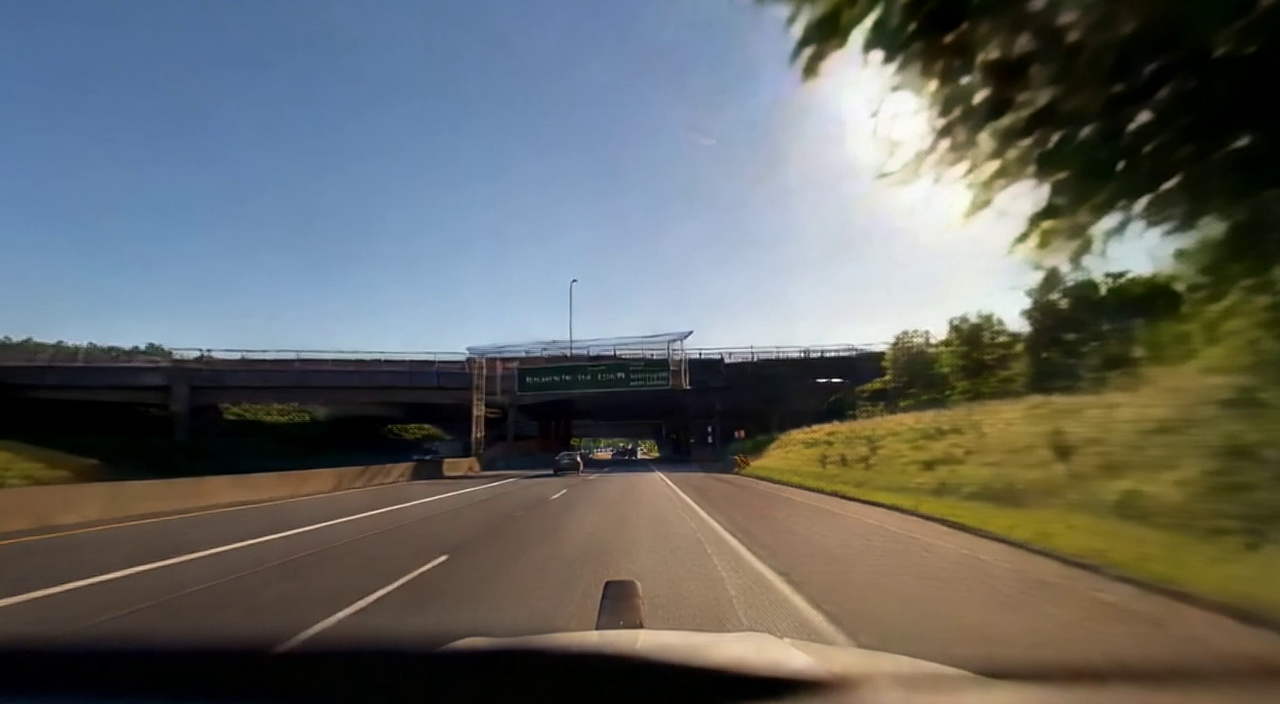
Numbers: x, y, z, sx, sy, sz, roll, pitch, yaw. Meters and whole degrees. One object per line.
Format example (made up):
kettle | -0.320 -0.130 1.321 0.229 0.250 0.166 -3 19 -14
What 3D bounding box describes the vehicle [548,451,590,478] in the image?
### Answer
vehicle | -4.109 6.577 37.114 1.992 1.504 4.117 0 -9 0
